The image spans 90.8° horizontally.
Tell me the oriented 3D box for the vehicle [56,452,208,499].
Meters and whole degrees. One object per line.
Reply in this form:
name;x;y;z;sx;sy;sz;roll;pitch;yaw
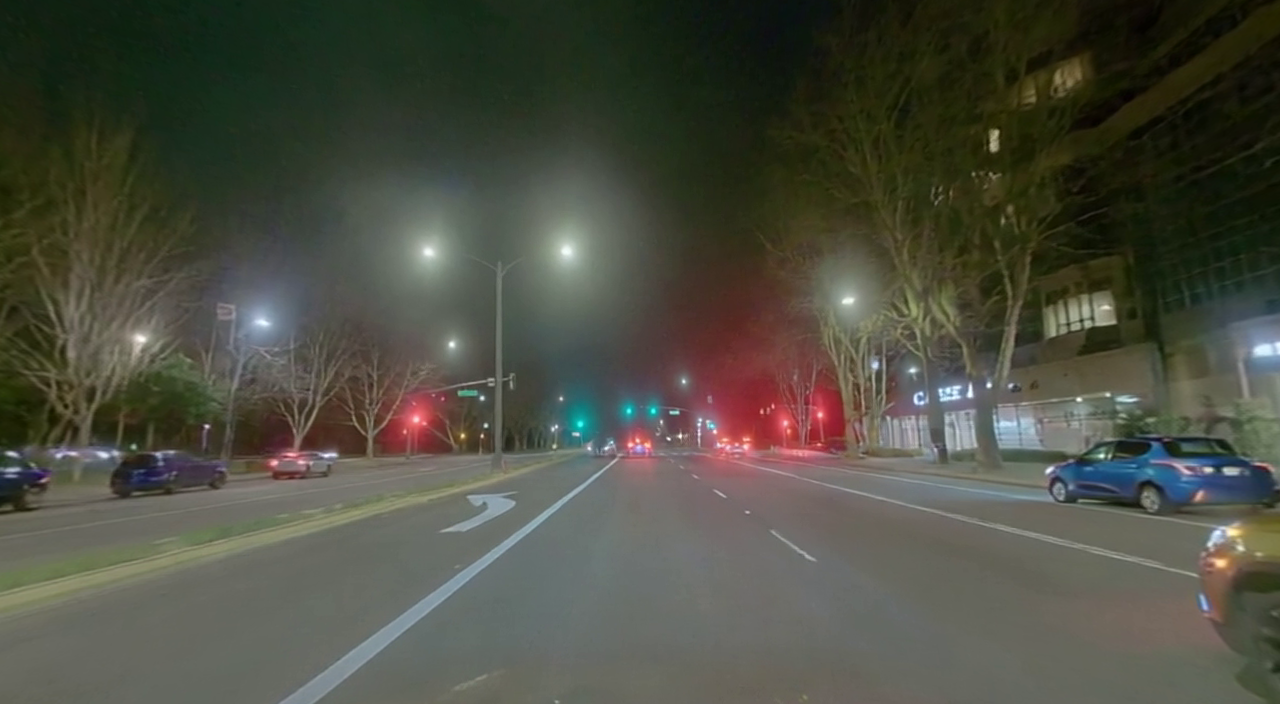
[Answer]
vehicle;-17.966;4.351;22.672;1.824;1.453;4.433;0;-8;-1

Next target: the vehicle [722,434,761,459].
vehicle;7.406;6.980;46.548;2.068;1.731;4.752;0;-8;-1

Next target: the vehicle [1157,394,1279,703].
vehicle;3.728;0.684;1.118;1.861;1.473;4.393;0;-8;0

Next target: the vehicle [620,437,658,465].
vehicle;-0.079;5.763;36.913;2.097;1.480;4.006;0;-8;0

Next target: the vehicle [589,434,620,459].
vehicle;-2.750;7.438;49.823;2.064;1.825;4.760;0;-8;1

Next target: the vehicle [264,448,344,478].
vehicle;-18.078;5.977;34.242;1.865;1.460;4.693;0;-8;-2
